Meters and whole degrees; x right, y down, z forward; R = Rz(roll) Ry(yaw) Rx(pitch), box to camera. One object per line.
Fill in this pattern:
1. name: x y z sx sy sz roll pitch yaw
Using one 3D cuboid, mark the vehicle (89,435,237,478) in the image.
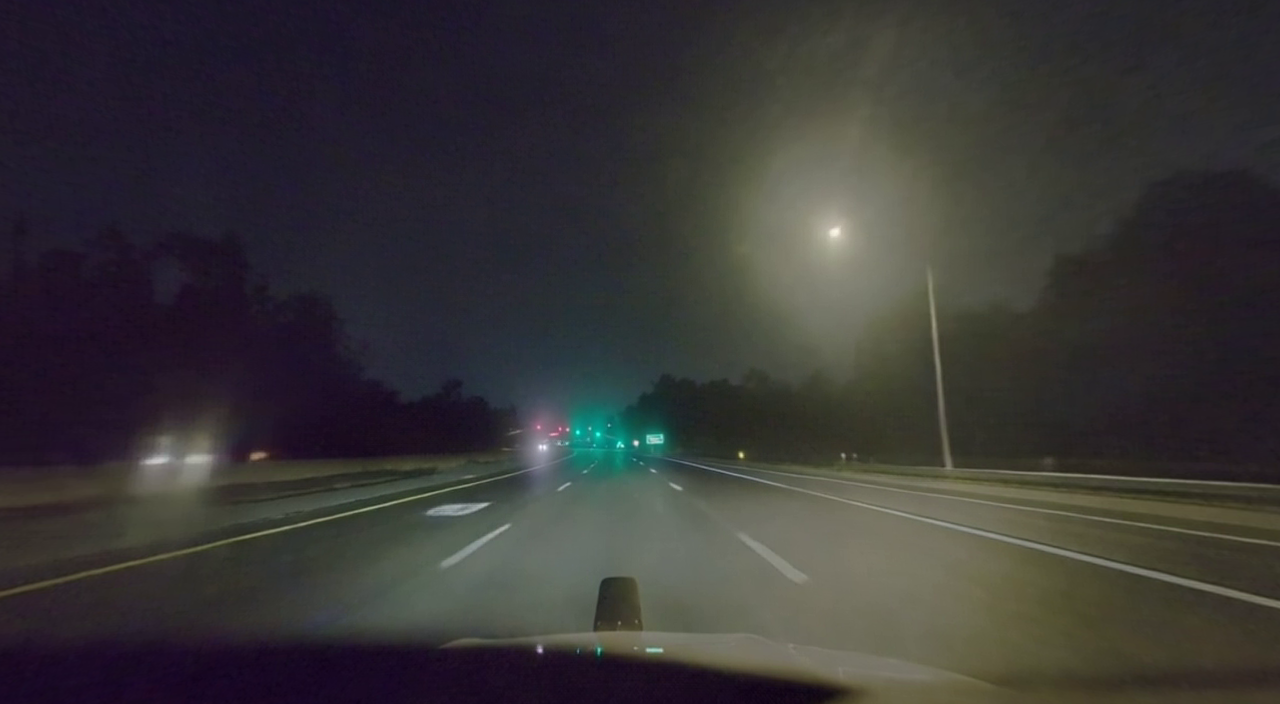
1. vehicle: -17.953 3.978 24.026 2.200 1.467 4.470 0 -9 -1
